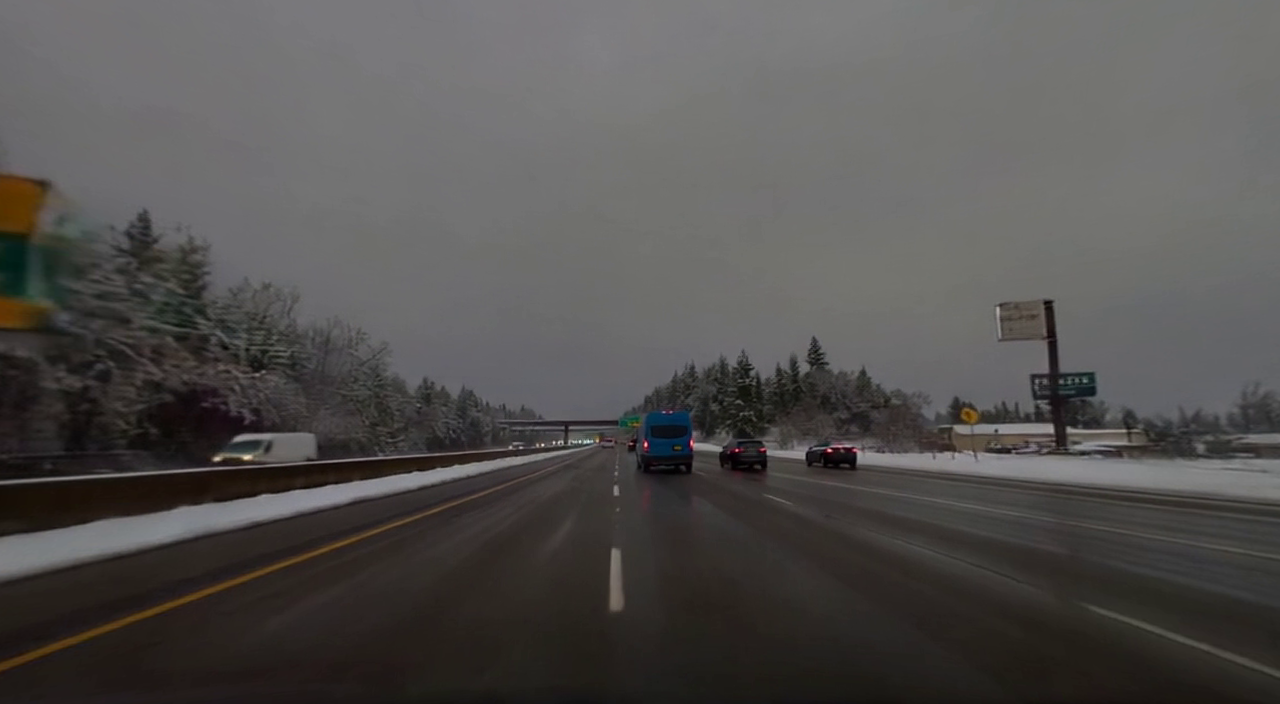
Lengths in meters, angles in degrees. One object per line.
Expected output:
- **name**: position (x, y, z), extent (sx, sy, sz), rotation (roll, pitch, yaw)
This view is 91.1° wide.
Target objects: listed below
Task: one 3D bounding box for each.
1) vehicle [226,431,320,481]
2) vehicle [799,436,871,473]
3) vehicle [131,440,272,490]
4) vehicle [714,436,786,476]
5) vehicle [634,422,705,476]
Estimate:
- **vehicle**: position (-20.829, 5.910, 35.993), extent (2.527, 2.527, 5.020), rotation (-3, -8, -2)
- **vehicle**: position (8.620, 4.551, 28.029), extent (1.874, 1.496, 3.586), rotation (0, -8, -3)
- **vehicle**: position (-20.654, 5.310, 30.073), extent (2.690, 2.013, 5.924), rotation (-1, -8, -3)
- **vehicle**: position (4.442, 4.270, 25.944), extent (2.099, 1.510, 3.784), rotation (0, -8, -3)
- **vehicle**: position (1.126, 4.195, 27.359), extent (2.546, 2.087, 5.404), rotation (0, -8, -3)
